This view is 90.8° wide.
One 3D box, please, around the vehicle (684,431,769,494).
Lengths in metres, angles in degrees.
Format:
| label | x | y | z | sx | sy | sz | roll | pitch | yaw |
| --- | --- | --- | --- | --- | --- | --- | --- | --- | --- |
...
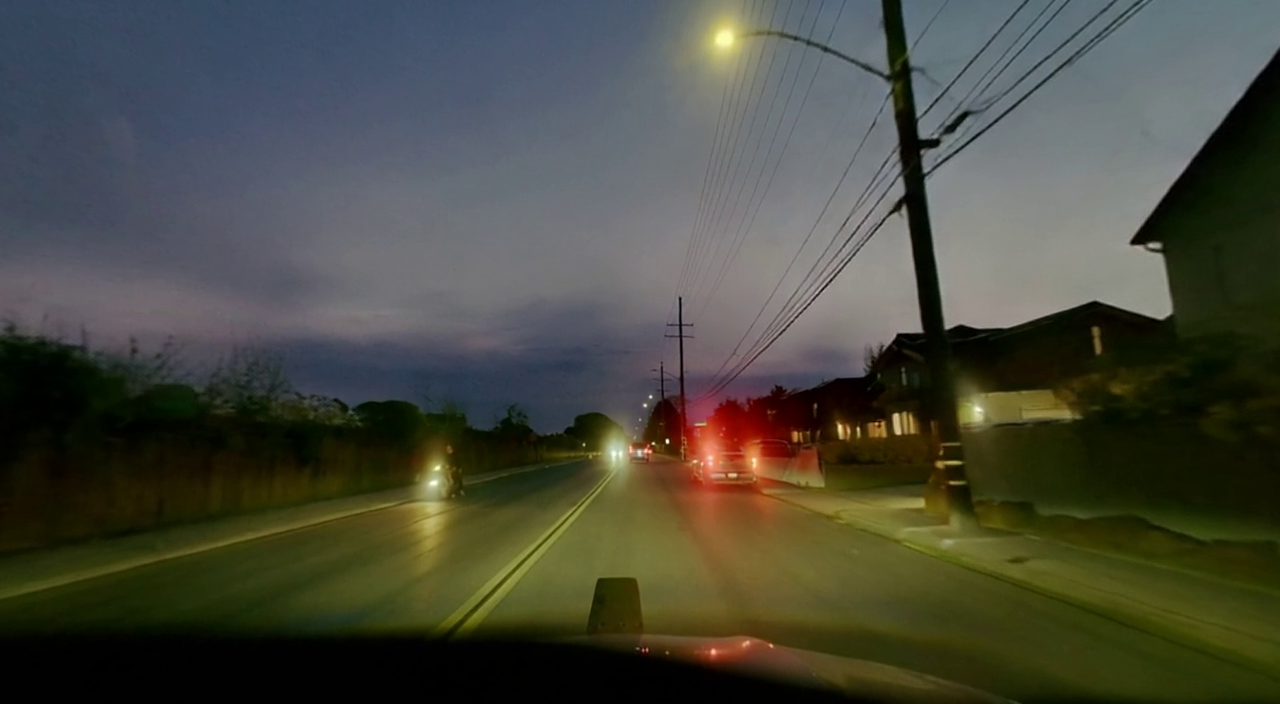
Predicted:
| label | x | y | z | sx | sy | sz | roll | pitch | yaw |
| --- | --- | --- | --- | --- | --- | --- | --- | --- | --- |
| vehicle | 3.086 | 4.106 | 23.872 | 2.278 | 1.933 | 5.860 | 4 | -9 | 0 |

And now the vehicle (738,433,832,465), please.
| label | x | y | z | sx | sy | sz | roll | pitch | yaw |
| --- | --- | --- | --- | --- | --- | --- | --- | --- | --- |
| vehicle | 9.665 | 6.543 | 42.544 | 5.590 | 2.067 | 2.553 | 0 | -9 | -2 |

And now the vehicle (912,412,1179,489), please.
| label | x | y | z | sx | sy | sz | roll | pitch | yaw |
| --- | --- | --- | --- | --- | --- | --- | --- | --- | --- |
| vehicle | 11.129 | 2.771 | 17.777 | 5.846 | 1.971 | 2.273 | -1 | -9 | 1 |
